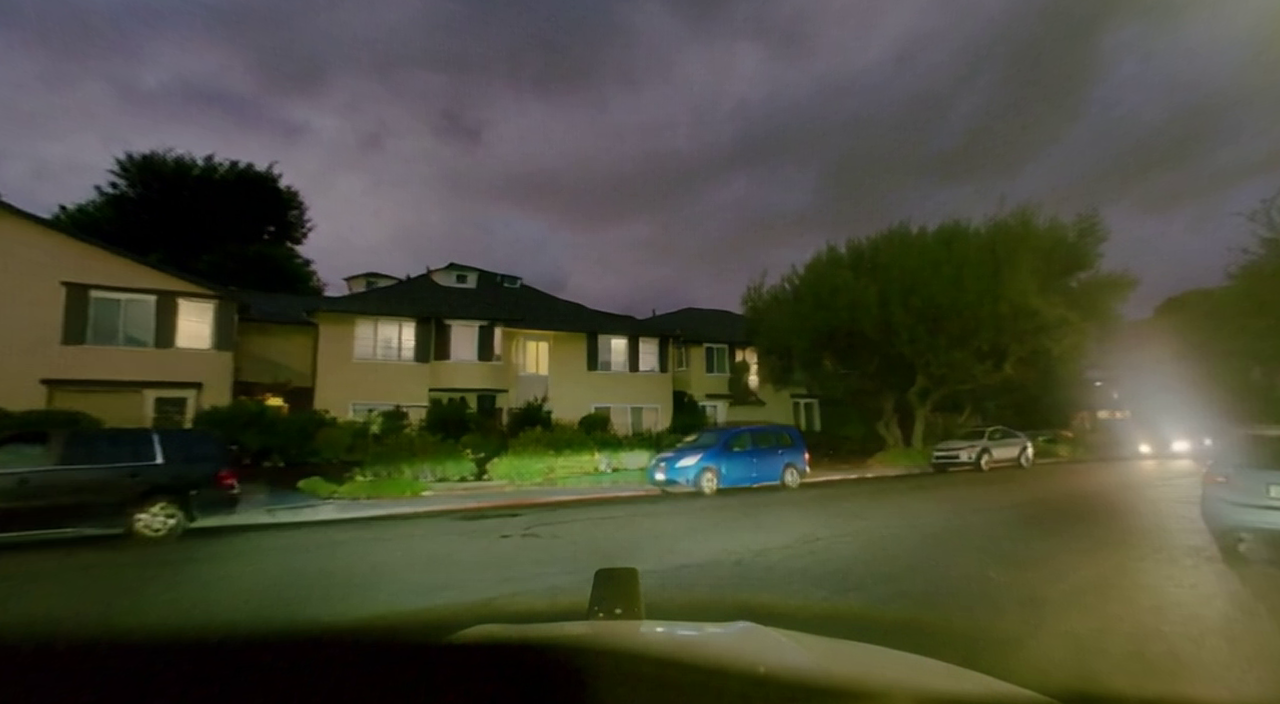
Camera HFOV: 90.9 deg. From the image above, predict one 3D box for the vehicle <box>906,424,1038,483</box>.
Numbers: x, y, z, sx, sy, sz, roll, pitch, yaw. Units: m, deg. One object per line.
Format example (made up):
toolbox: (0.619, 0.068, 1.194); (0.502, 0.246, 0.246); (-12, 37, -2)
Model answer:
vehicle: (9.962, 2.956, 18.837); (3.785, 1.488, 1.828); (3, -6, -34)

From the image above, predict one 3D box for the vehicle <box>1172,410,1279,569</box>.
vehicle: (8.008, 1.440, 6.982); (4.226, 1.507, 2.008); (5, -9, -34)

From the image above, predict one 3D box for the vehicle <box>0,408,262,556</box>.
vehicle: (-7.006, 1.487, 7.659); (3.746, 1.518, 1.845); (8, -8, -40)

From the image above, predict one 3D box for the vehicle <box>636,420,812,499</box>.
vehicle: (1.890, 2.308, 13.952); (3.513, 1.507, 1.798); (5, -8, -33)

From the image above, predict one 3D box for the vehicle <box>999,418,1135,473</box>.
vehicle: (14.756, 3.199, 21.719); (4.428, 1.670, 1.872); (3, -12, -29)
